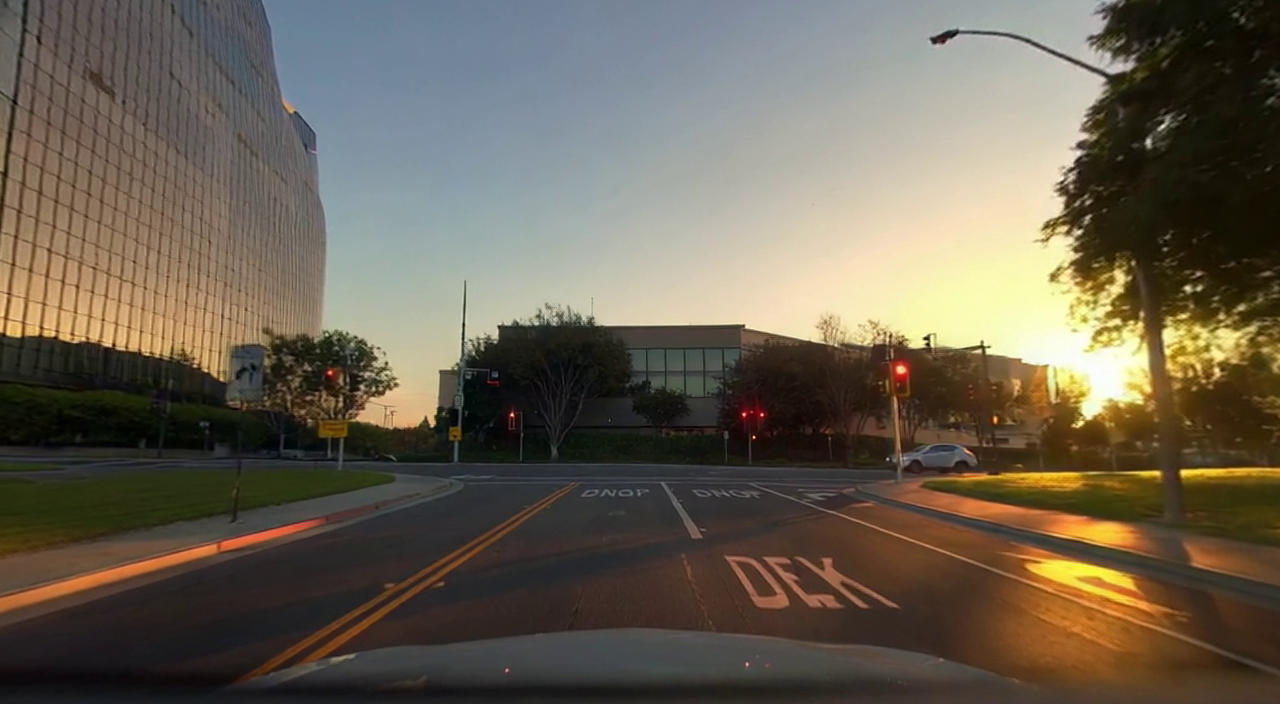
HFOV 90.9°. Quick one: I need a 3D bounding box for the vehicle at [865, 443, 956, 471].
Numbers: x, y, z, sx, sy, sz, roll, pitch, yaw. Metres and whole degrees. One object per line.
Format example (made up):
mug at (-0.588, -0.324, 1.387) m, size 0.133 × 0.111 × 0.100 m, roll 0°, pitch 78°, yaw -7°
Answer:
vehicle at (16.853, 6.533, 39.476) m, size 4.715 × 1.671 × 2.030 m, roll 0°, pitch -8°, yaw 0°
